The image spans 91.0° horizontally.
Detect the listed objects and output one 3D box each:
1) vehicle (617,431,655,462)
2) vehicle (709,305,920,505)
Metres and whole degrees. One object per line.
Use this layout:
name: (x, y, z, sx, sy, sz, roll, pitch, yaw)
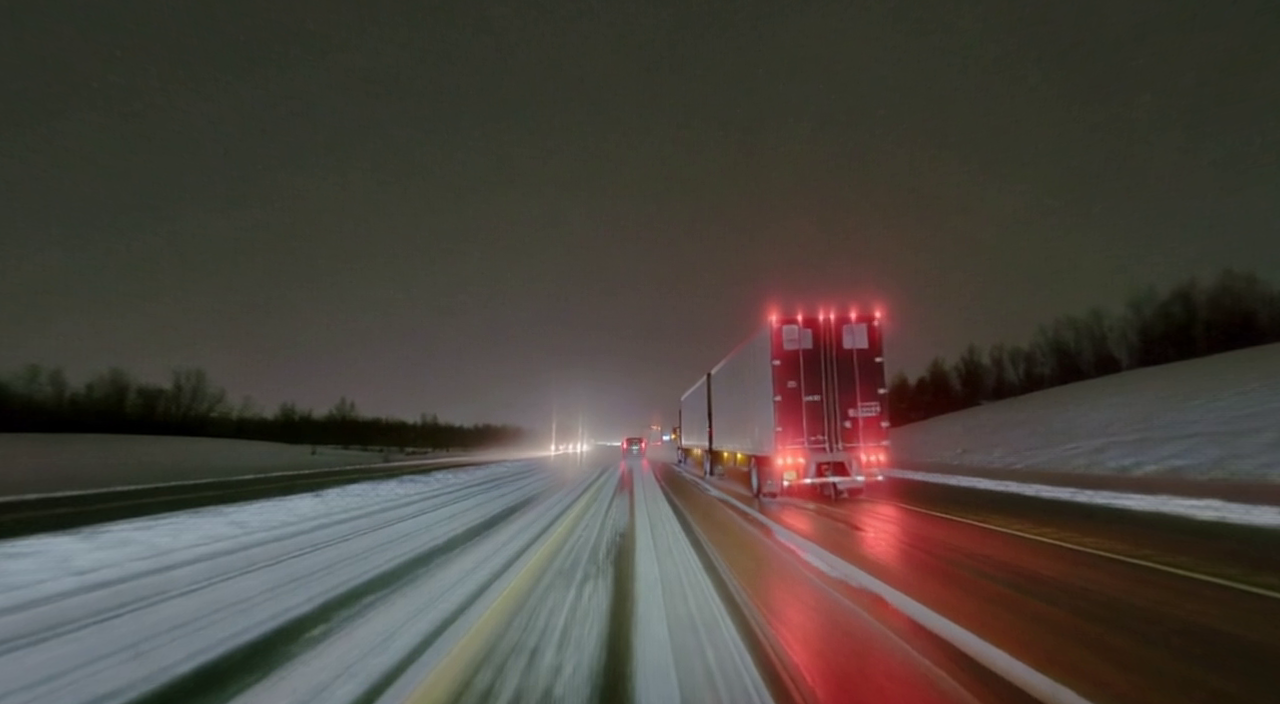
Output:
vehicle: (-0.290, 6.475, 43.195, 2.456, 2.007, 4.728, 0, -8, -1)
vehicle: (3.917, 1.624, 16.843, 2.967, 3.961, 8.660, 0, -8, -1)
